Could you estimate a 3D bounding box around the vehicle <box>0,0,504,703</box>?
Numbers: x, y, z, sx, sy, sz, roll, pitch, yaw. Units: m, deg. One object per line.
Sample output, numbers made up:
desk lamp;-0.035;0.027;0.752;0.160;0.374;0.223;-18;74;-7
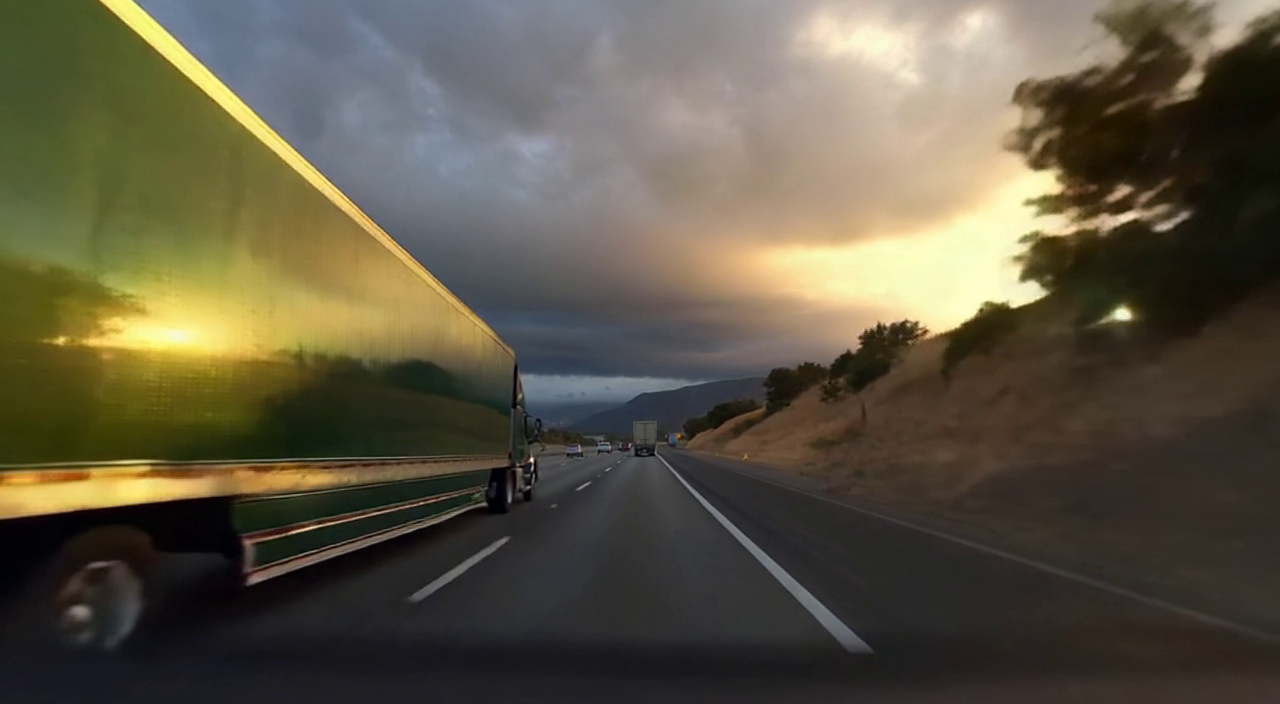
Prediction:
vehicle;-3.715;0.521;5.356;2.789;3.271;10.894;1;-9;-1
